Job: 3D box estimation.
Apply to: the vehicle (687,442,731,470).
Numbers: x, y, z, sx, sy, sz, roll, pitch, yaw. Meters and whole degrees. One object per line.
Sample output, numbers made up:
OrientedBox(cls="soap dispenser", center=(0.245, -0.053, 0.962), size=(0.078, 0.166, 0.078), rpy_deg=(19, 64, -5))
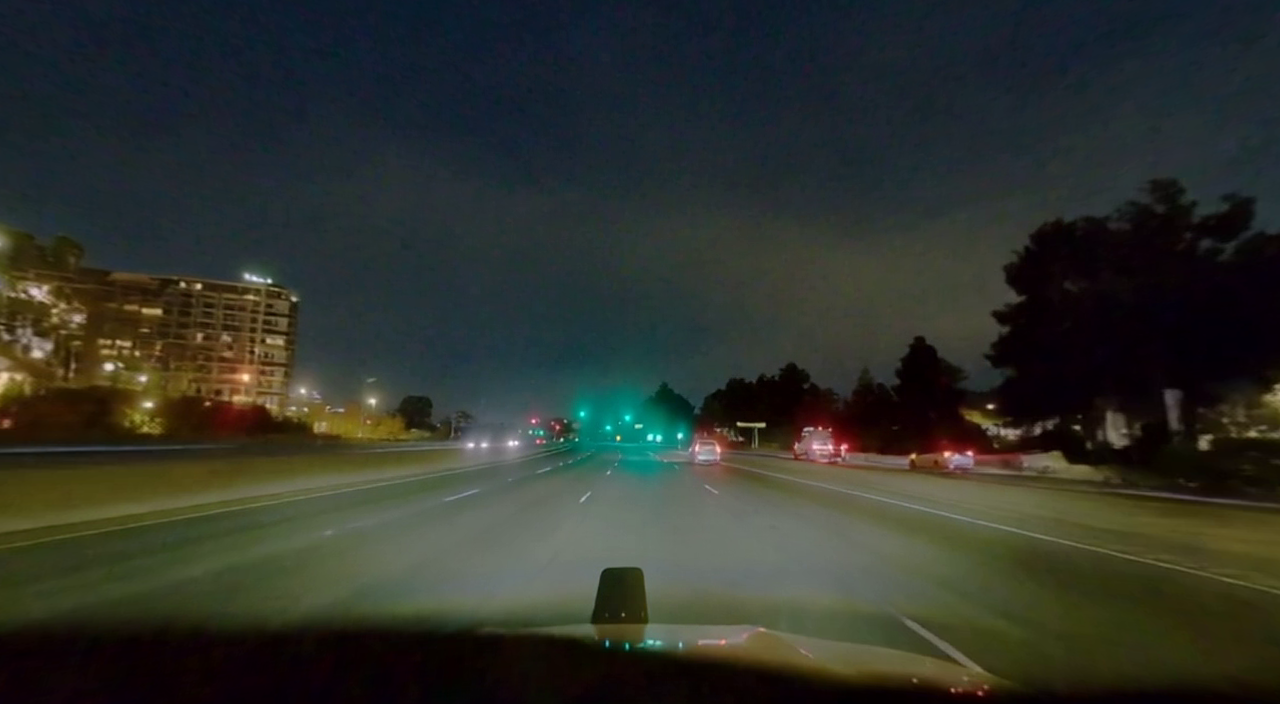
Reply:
OrientedBox(cls="vehicle", center=(3.864, 5.867, 35.929), size=(1.926, 1.477, 4.025), rpy_deg=(0, -8, -2))
